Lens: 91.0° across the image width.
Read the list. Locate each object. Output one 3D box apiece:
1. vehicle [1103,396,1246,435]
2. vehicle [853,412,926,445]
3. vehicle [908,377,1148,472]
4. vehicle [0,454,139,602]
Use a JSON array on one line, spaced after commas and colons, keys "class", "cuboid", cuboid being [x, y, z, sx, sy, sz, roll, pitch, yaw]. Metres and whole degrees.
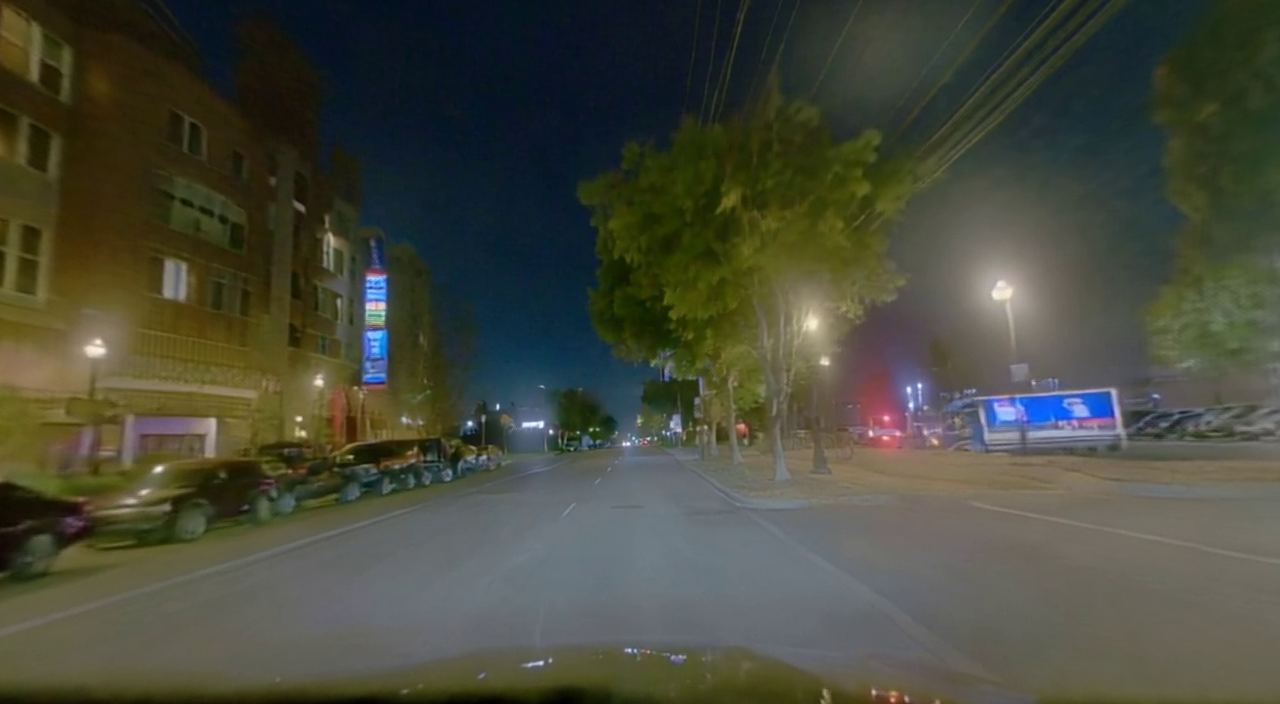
[{"class": "vehicle", "cuboid": [23.849, 2.859, 28.200, 4.521, 1.634, 1.996, 0, -8, 0]}, {"class": "vehicle", "cuboid": [18.026, 5.554, 45.647, 4.625, 1.729, 2.048, -10, -7, 19]}, {"class": "vehicle", "cuboid": [11.000, 2.057, 18.138, 5.453, 1.794, 2.011, -8, -6, -2]}, {"class": "vehicle", "cuboid": [-8.532, 1.991, 6.650, 1.879, 1.543, 4.778, -13, -13, 43]}]
